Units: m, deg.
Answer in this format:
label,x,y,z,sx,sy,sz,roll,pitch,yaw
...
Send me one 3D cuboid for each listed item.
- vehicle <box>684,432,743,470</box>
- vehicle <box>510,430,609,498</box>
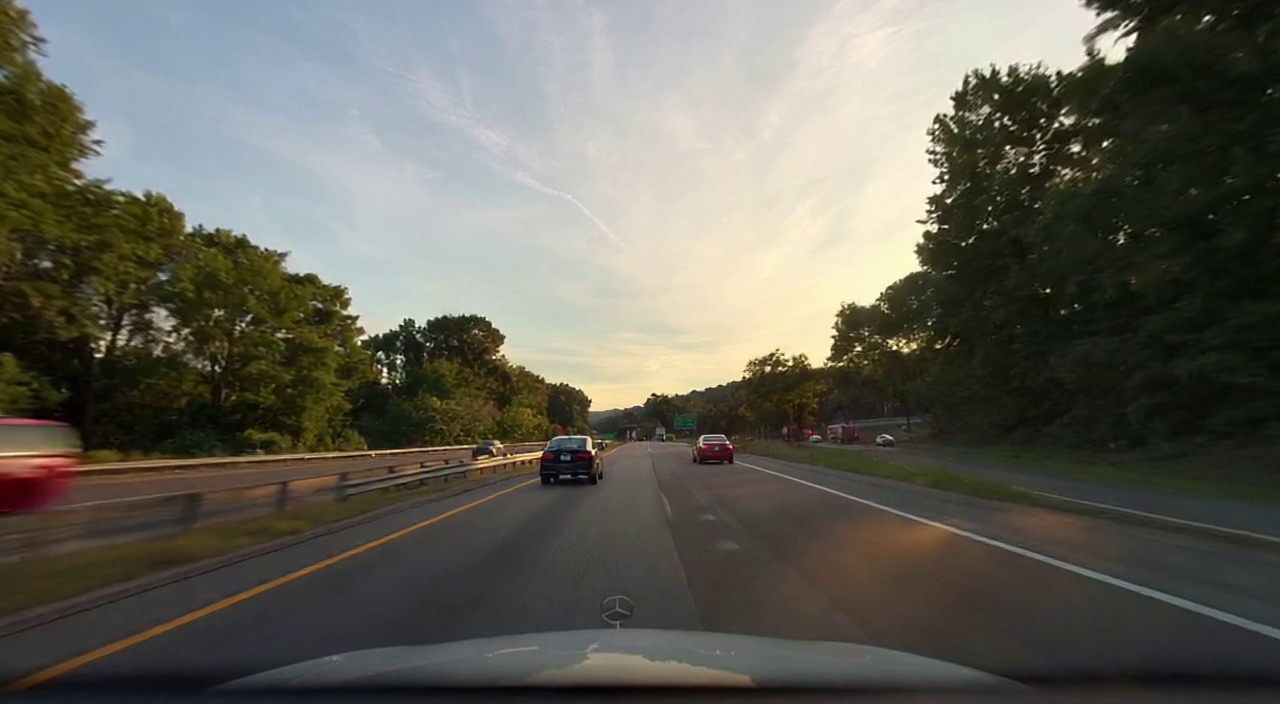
label,x,y,z,sx,sy,sz,roll,pitch,yaw
vehicle,3.062,4.215,27.040,2.010,1.508,4.285,0,-8,0
vehicle,-1.838,2.687,15.565,1.897,1.479,3.724,0,-8,1
